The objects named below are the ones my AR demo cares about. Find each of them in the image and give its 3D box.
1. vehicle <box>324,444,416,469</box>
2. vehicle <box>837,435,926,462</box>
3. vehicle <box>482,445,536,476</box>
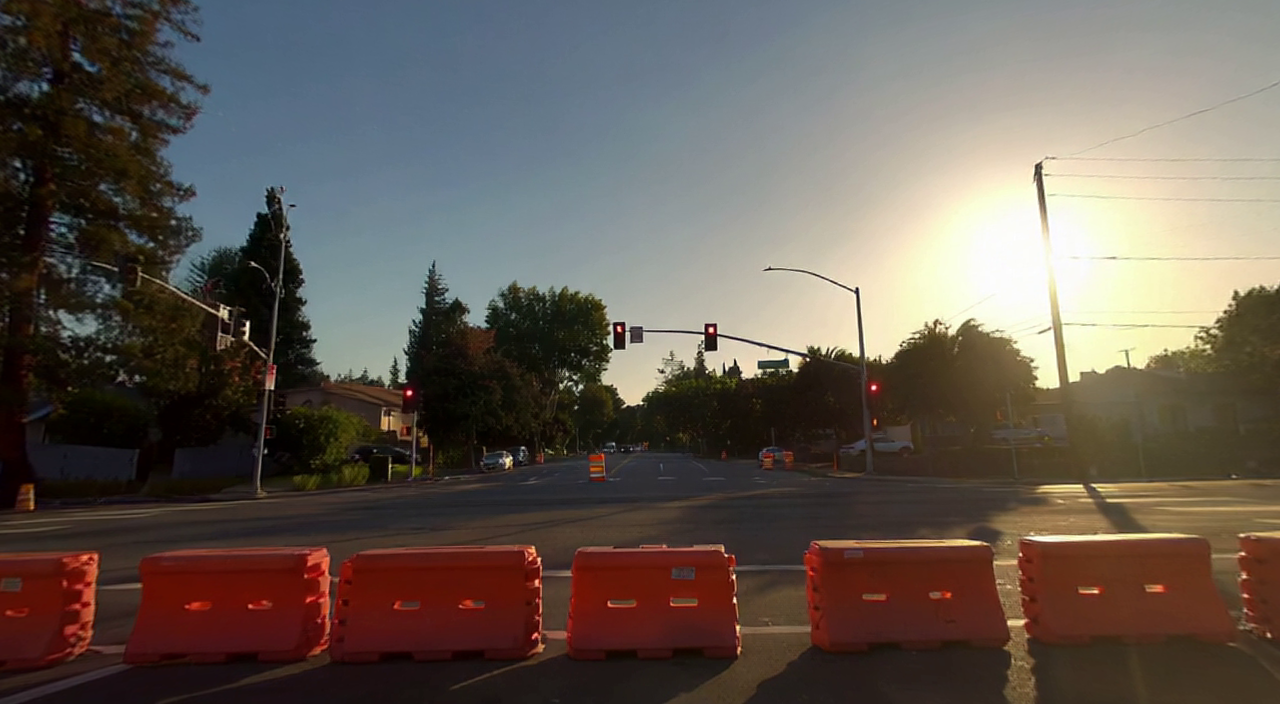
[{"bbox_3d":[-16.420,6.374,38.593,4.713,1.409,1.918,0,-8,-2],"label":"vehicle"},{"bbox_3d":[15.347,6.175,40.344,4.892,1.656,1.856,0,-8,0],"label":"vehicle"},{"bbox_3d":[-6.629,5.533,32.398,1.881,1.452,4.121,0,-8,0],"label":"vehicle"}]
